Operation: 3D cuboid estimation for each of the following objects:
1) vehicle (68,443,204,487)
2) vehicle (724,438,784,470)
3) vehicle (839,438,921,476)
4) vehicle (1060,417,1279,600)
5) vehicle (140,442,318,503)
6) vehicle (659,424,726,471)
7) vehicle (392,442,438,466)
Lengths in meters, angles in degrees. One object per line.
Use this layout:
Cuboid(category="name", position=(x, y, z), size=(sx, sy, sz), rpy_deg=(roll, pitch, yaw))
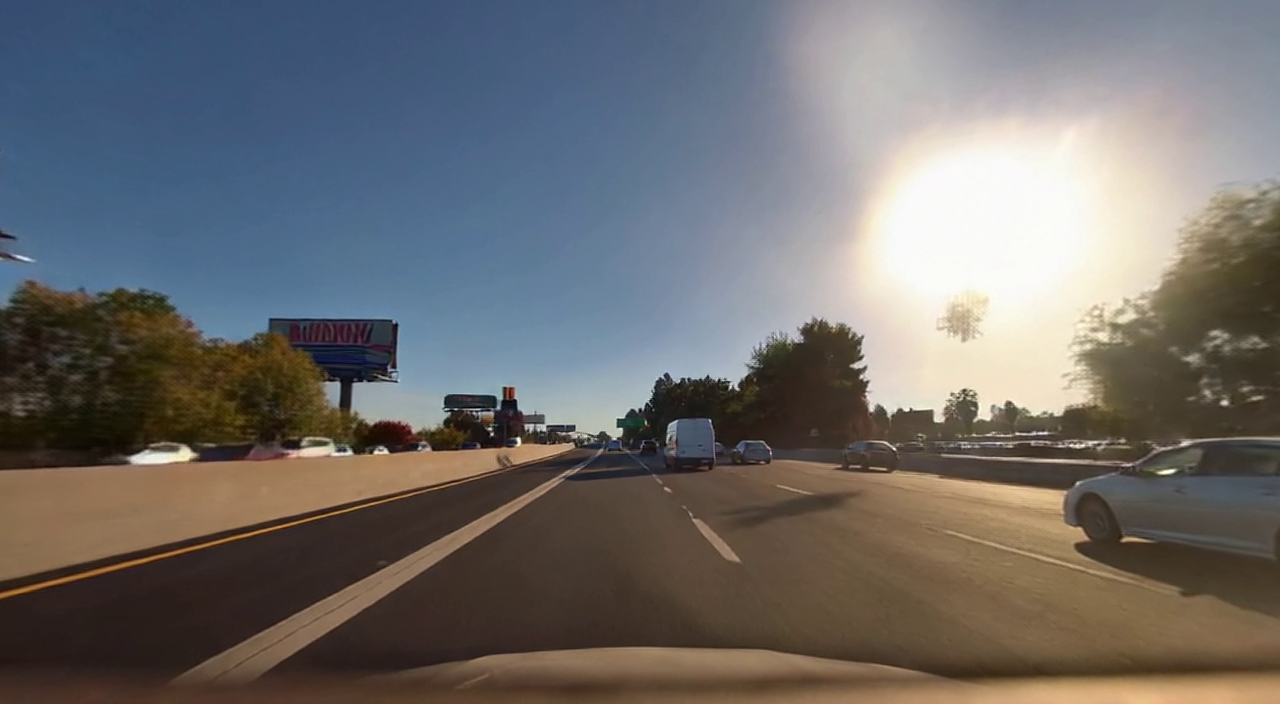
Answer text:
Cuboid(category="vehicle", position=(-23.130, 5.158, 29.173), size=(2.372, 1.803, 4.973), rpy_deg=(-1, -8, -3))
Cuboid(category="vehicle", position=(5.679, 5.115, 31.743), size=(2.099, 1.510, 3.784), rpy_deg=(0, -8, -3))
Cuboid(category="vehicle", position=(10.054, 4.403, 26.570), size=(1.874, 1.496, 3.586), rpy_deg=(0, -8, -3))
Cuboid(category="vehicle", position=(6.363, 1.331, 5.370), size=(2.003, 1.517, 4.936), rpy_deg=(0, -8, -2))
Cuboid(category="vehicle", position=(-11.059, 3.239, 17.397), size=(2.060, 1.452, 4.444), rpy_deg=(0, -8, -2))
Cuboid(category="vehicle", position=(2.410, 4.634, 30.512), size=(2.546, 2.087, 5.404), rpy_deg=(0, -8, -3))
Cuboid(category="vehicle", position=(-15.807, 7.187, 44.306), size=(1.870, 1.513, 3.866), rpy_deg=(-2, -8, -1))
